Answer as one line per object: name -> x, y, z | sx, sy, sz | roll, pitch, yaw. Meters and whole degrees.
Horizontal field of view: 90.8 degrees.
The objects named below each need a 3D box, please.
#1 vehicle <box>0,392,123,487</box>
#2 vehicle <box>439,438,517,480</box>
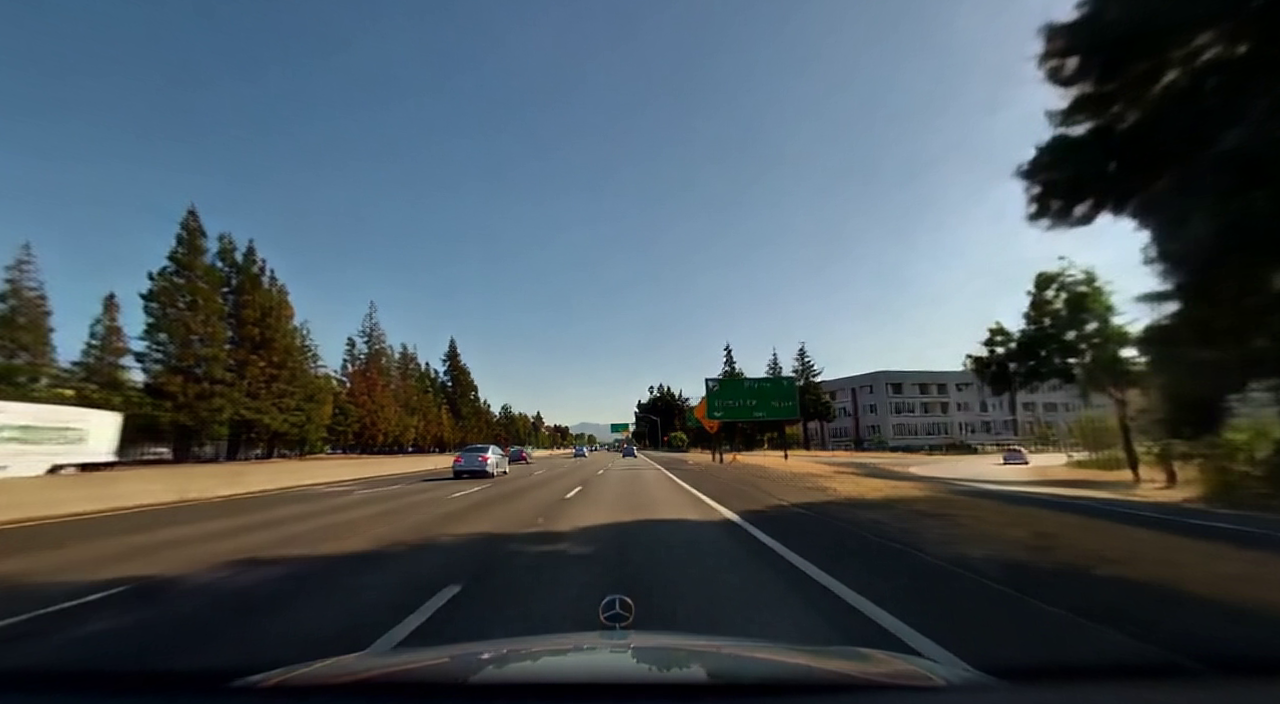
vehicle -> -29.419, 3.825, 27.631 | 2.862, 4.134, 12.781 | 0, -9, -1
vehicle -> -6.763, 4.527, 26.966 | 2.016, 1.606, 4.806 | 0, -8, 1
